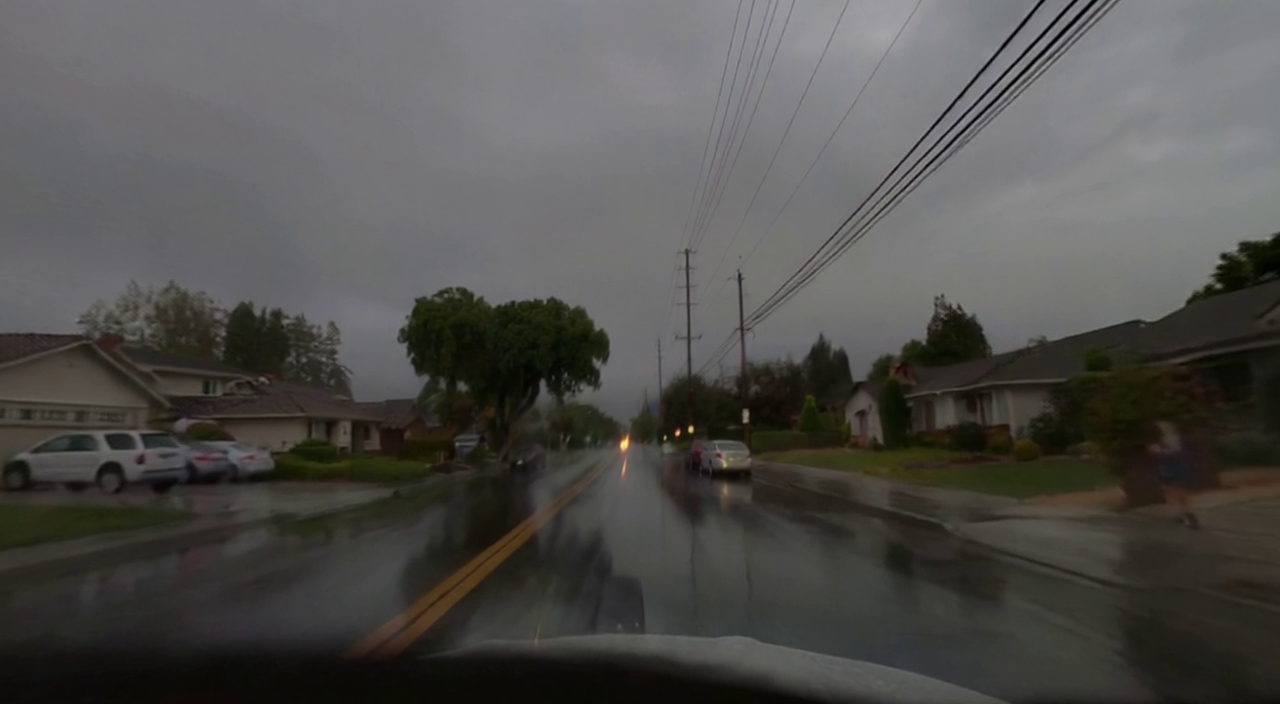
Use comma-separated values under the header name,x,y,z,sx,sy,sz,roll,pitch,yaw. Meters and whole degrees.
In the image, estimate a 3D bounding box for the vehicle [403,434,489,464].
name,x,y,z,sx,sy,sz,roll,pitch,yaw
vehicle,-14.448,7.236,47.109,5.681,2.094,2.344,-1,-8,2

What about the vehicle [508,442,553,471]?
name,x,y,z,sx,sy,sz,roll,pitch,yaw
vehicle,-6.614,6.349,38.543,1.985,1.497,4.655,-2,-8,-1

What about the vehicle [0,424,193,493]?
name,x,y,z,sx,sy,sz,roll,pitch,yaw
vehicle,-15.513,2.970,17.699,4.320,1.767,1.951,0,-8,0

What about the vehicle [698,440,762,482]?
name,x,y,z,sx,sy,sz,roll,pitch,yaw
vehicle,3.643,4.486,26.282,1.917,1.569,4.460,0,-8,-1
